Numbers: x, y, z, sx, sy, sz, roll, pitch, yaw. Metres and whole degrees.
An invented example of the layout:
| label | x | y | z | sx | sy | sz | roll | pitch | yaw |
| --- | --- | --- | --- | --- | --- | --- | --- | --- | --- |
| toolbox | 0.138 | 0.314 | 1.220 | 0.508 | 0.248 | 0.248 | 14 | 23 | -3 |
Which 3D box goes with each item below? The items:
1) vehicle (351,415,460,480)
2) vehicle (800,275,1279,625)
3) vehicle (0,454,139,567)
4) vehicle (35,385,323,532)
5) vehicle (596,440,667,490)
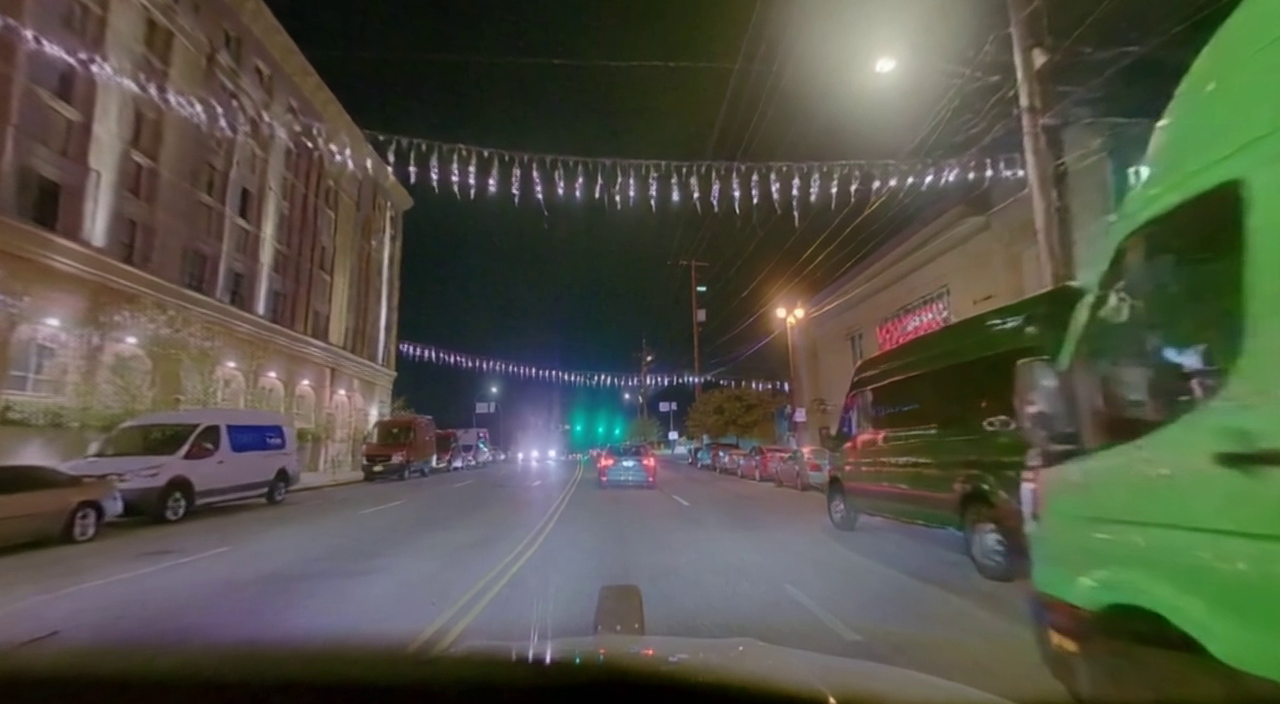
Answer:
| label | x | y | z | sx | sy | sz | roll | pitch | yaw |
| --- | --- | --- | --- | --- | --- | --- | --- | --- | --- |
| vehicle | -10.386 | 4.339 | 28.805 | 2.964 | 2.597 | 6.437 | 1 | -8 | -5 |
| vehicle | 4.444 | 1.223 | 8.427 | 2.492 | 2.720 | 6.884 | 0 | -8 | -3 |
| vehicle | -9.740 | 2.182 | 8.613 | 2.063 | 1.481 | 4.722 | 0 | -8 | -2 |
| vehicle | -10.040 | 2.393 | 14.736 | 2.398 | 2.723 | 5.816 | 0 | -8 | -2 |
| vehicle | -0.323 | 3.694 | 21.113 | 2.112 | 1.464 | 4.411 | 0 | -8 | -2 |
